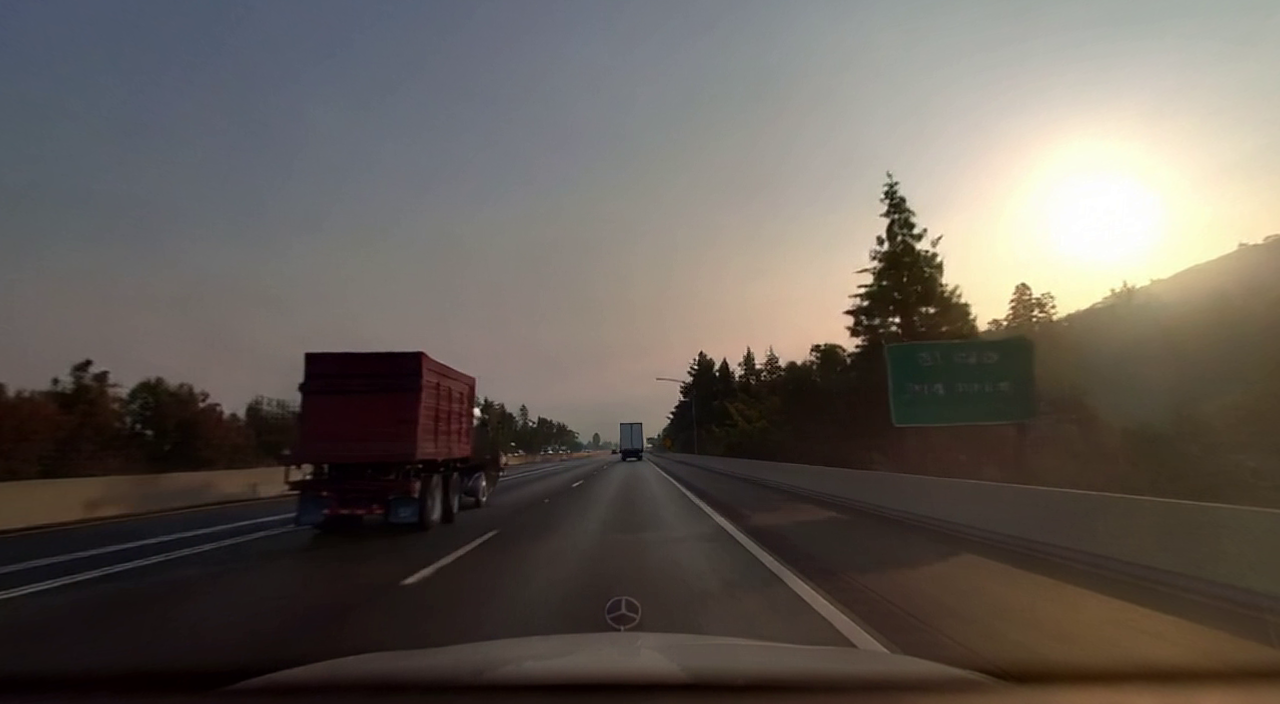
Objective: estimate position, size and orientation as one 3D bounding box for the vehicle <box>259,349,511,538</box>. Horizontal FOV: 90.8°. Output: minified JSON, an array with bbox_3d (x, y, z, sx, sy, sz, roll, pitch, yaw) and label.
[{"bbox_3d":[-4.423,1.837,12.592,2.368,2.813,6.329,0,-9,0],"label":"vehicle"}]
